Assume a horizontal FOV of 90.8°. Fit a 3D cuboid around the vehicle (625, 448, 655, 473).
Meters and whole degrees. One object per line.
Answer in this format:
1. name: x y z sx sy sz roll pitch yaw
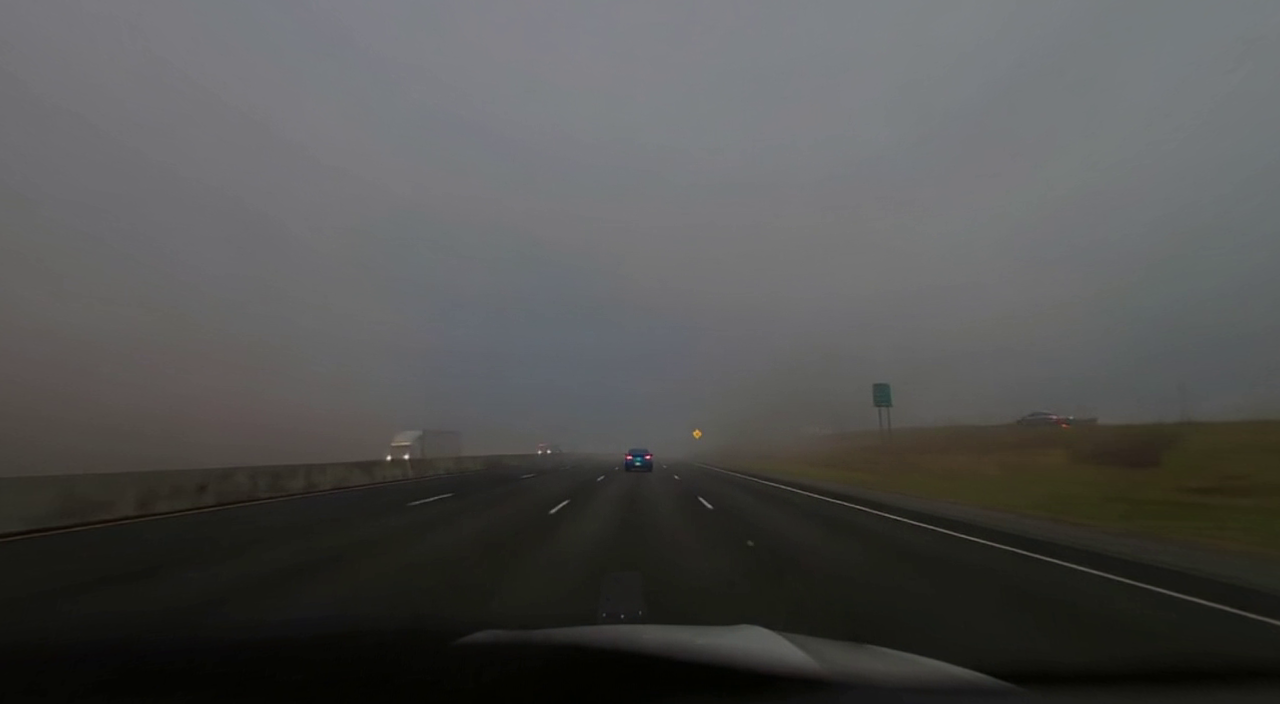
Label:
1. vehicle: 0.007 7.075 41.312 1.908 1.515 3.871 0 -9 0
